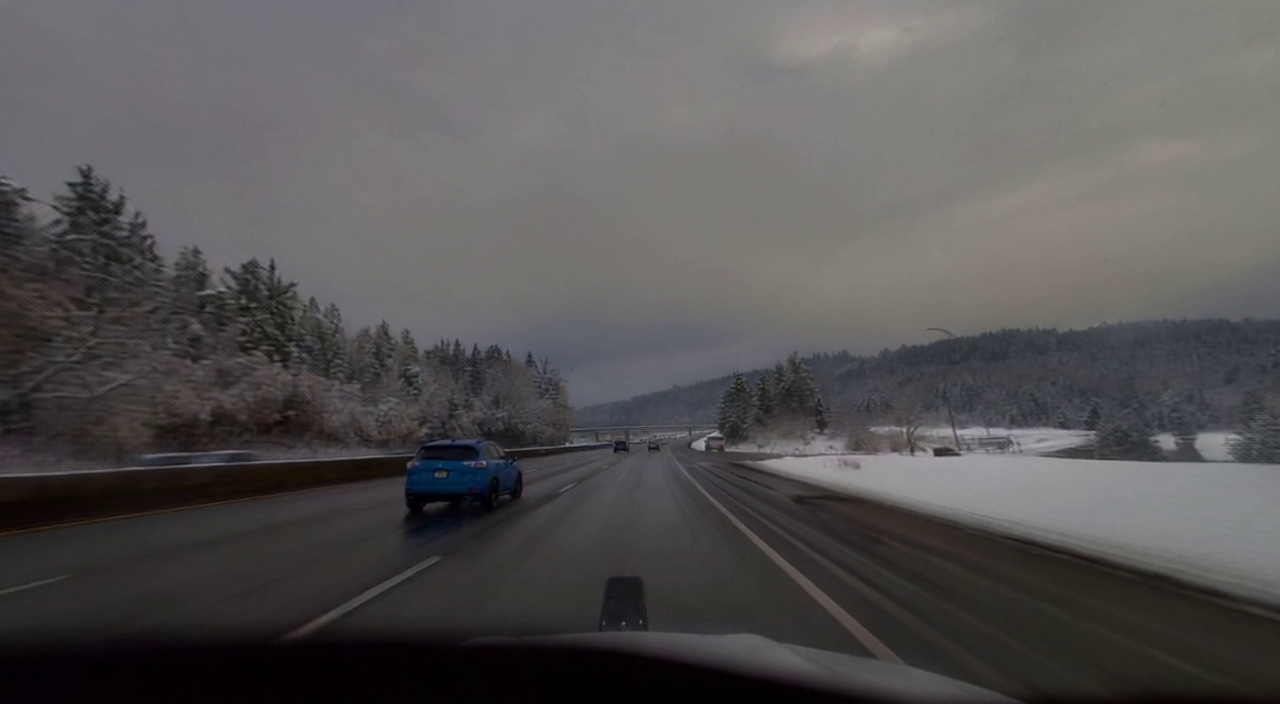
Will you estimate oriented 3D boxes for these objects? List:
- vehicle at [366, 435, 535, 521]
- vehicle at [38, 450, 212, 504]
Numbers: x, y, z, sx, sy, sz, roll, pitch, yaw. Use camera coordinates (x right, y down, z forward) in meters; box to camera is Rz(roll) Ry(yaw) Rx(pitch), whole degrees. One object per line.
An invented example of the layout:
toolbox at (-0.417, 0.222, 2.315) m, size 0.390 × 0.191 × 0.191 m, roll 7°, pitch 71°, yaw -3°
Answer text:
vehicle at (-3.609, 2.478, 13.016) m, size 1.996 × 1.454 × 4.495 m, roll 0°, pitch -8°, yaw 2°
vehicle at (-15.599, 3.765, 19.420) m, size 1.914 × 1.449 × 4.033 m, roll 0°, pitch -8°, yaw 0°
